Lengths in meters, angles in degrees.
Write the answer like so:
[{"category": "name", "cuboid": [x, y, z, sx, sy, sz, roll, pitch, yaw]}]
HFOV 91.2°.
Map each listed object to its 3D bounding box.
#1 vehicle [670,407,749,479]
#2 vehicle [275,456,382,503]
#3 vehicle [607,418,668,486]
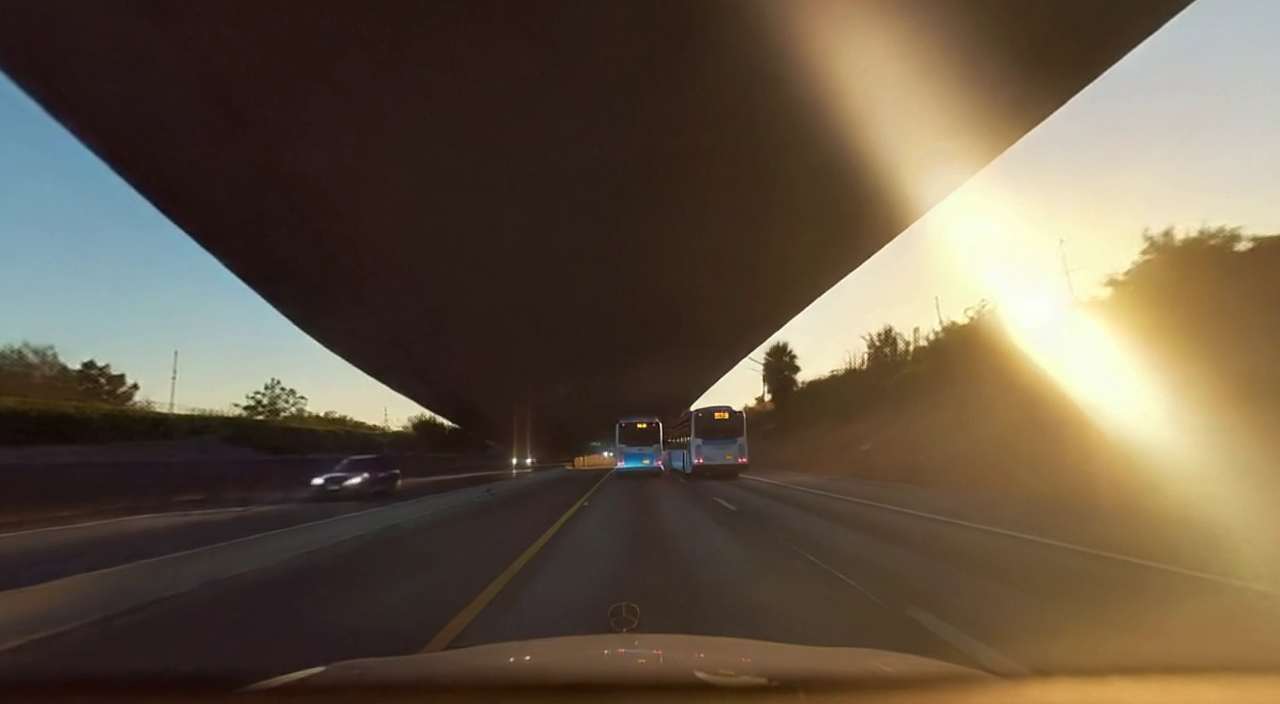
[{"category": "vehicle", "cuboid": [3.862, 5.638, 38.532, 3.074, 3.668, 12.805, 0, -9, -1]}, {"category": "vehicle", "cuboid": [-11.785, 4.829, 24.088, 1.900, 1.541, 4.333, 0, -9, -1]}, {"category": "vehicle", "cuboid": [-0.147, 4.428, 27.825, 2.414, 2.675, 5.574, 0, -9, -1]}]
